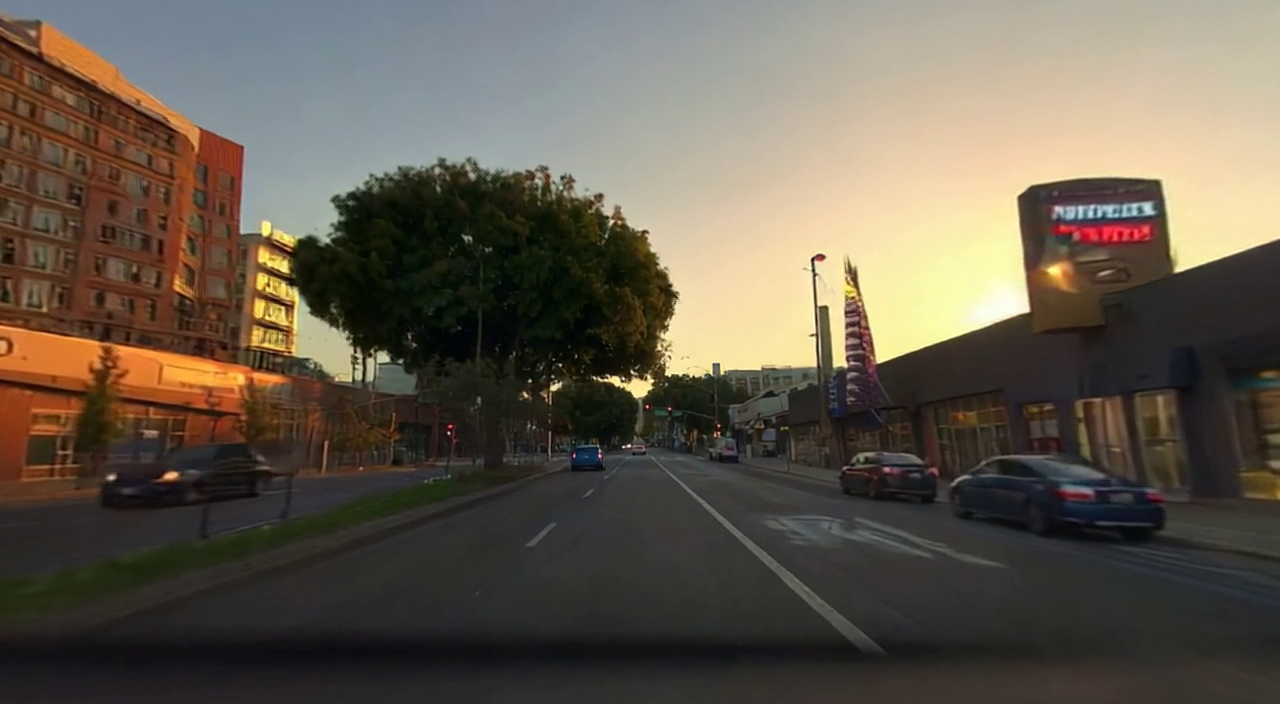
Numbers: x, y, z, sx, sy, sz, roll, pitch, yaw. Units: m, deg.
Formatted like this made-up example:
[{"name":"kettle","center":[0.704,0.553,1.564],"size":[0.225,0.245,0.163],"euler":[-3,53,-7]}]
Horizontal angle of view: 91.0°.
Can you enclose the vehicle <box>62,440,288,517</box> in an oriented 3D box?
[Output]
[{"name":"vehicle","center":[-10.375,2.822,14.560],"size":[2.051,1.492,4.132],"euler":[0,-9,0]}]

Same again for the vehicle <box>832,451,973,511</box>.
[{"name":"vehicle","center":[7.269,3.591,18.049],"size":[2.009,1.429,4.562],"euler":[0,-9,-1]}]

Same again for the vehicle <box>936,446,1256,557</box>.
[{"name":"vehicle","center":[7.392,2.417,11.079],"size":[1.968,1.493,4.878],"euler":[0,-9,0]}]

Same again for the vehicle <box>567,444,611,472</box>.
[{"name":"vehicle","center":[-2.825,5.961,35.599],"size":[2.078,1.471,4.217],"euler":[0,-9,0]}]
